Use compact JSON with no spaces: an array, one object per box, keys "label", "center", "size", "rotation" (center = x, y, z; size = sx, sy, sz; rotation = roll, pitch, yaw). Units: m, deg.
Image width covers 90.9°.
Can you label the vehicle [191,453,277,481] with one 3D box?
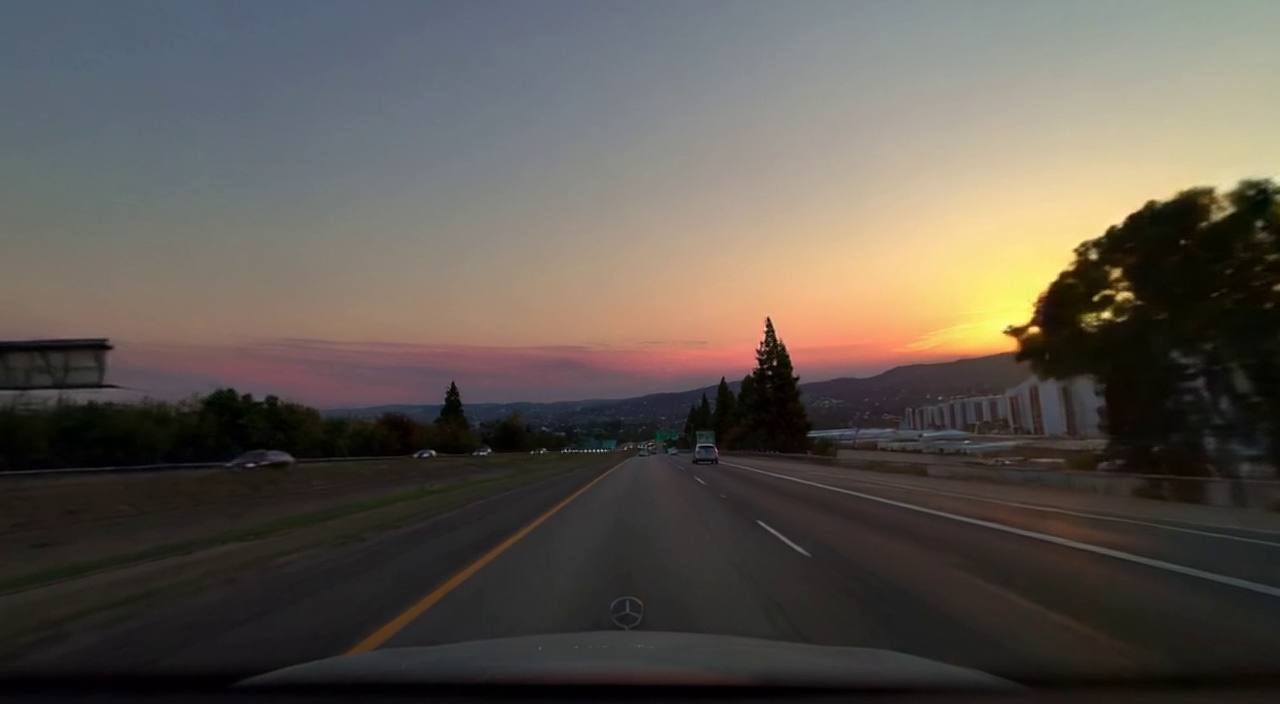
[{"label":"vehicle","center":[-24.241,6.830,37.878],"size":[1.882,1.484,4.811],"rotation":[0,-8,1]}]

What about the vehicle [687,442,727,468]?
[{"label":"vehicle","center":[4.167,6.484,39.990],"size":[2.062,1.518,4.026],"rotation":[0,-8,0]}]
